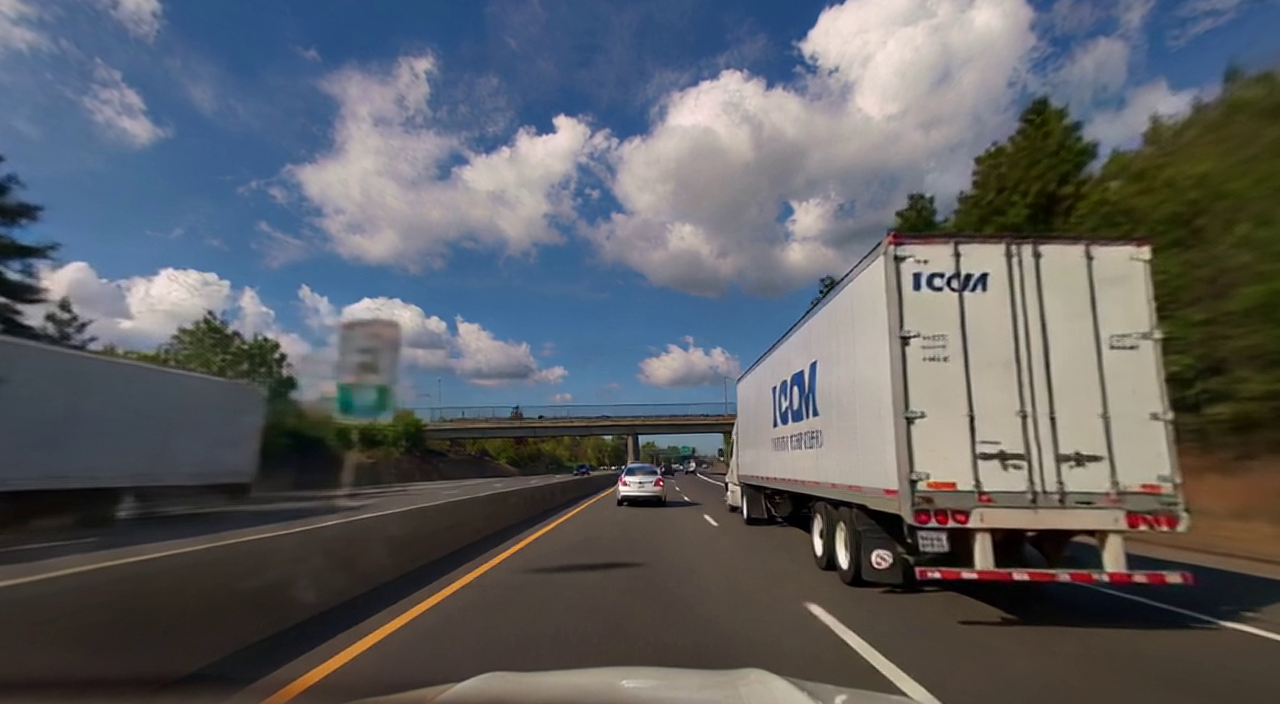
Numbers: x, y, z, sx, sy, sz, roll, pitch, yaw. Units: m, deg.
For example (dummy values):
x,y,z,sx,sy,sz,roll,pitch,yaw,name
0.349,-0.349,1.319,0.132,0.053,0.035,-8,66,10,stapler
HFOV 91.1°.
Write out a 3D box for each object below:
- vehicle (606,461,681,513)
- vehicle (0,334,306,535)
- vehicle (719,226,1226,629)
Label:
x,y,z,sx,sy,sz,roll,pitch,yaw,name
0.116,4.245,20.018,2.156,1.444,3.762,1,-10,0,vehicle
-13.373,1.829,13.366,2.871,3.707,16.908,0,-11,2,vehicle
4.375,2.182,14.763,2.964,4.188,16.587,1,-10,0,vehicle
